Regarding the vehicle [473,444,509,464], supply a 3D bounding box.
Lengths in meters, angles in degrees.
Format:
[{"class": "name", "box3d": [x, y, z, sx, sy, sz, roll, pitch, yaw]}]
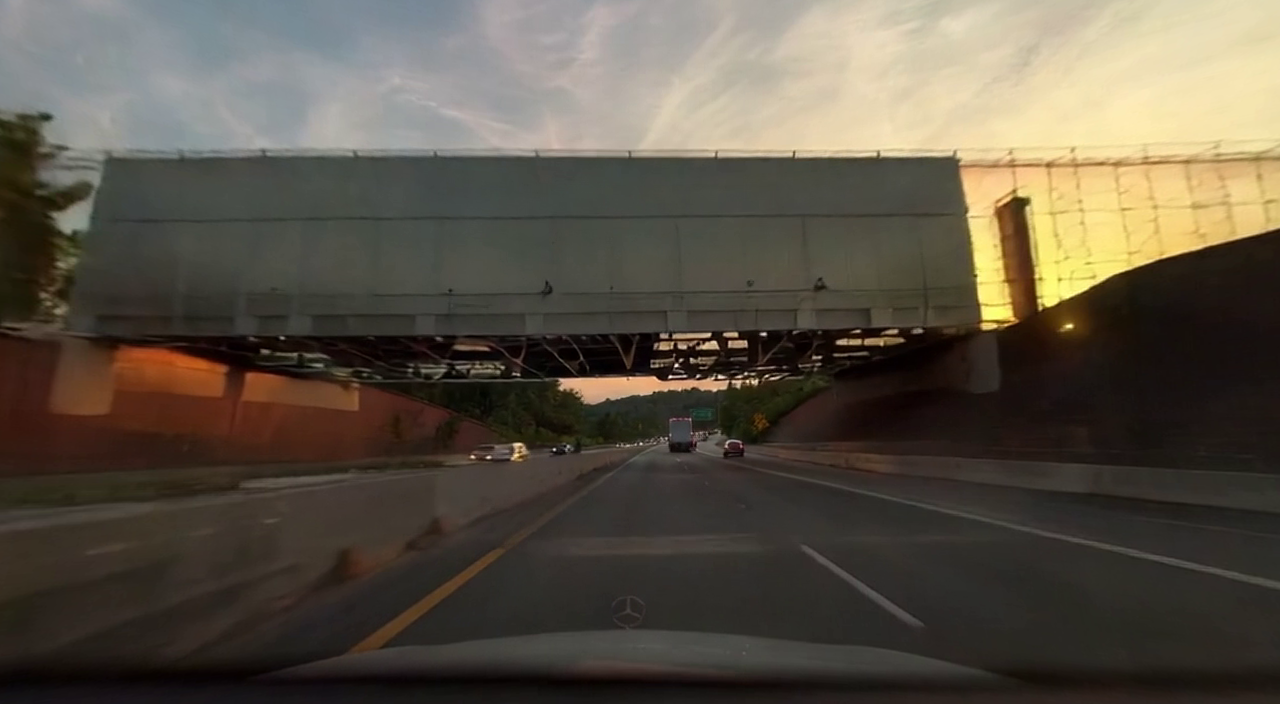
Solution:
[{"class": "vehicle", "box3d": [-11.321, 7.745, 48.043, 1.781, 1.462, 3.694, 0, -8, 1]}]

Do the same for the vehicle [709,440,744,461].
[{"class": "vehicle", "box3d": [6.283, 7.203, 46.107, 2.007, 1.470, 4.040, 0, -8, 1]}]
